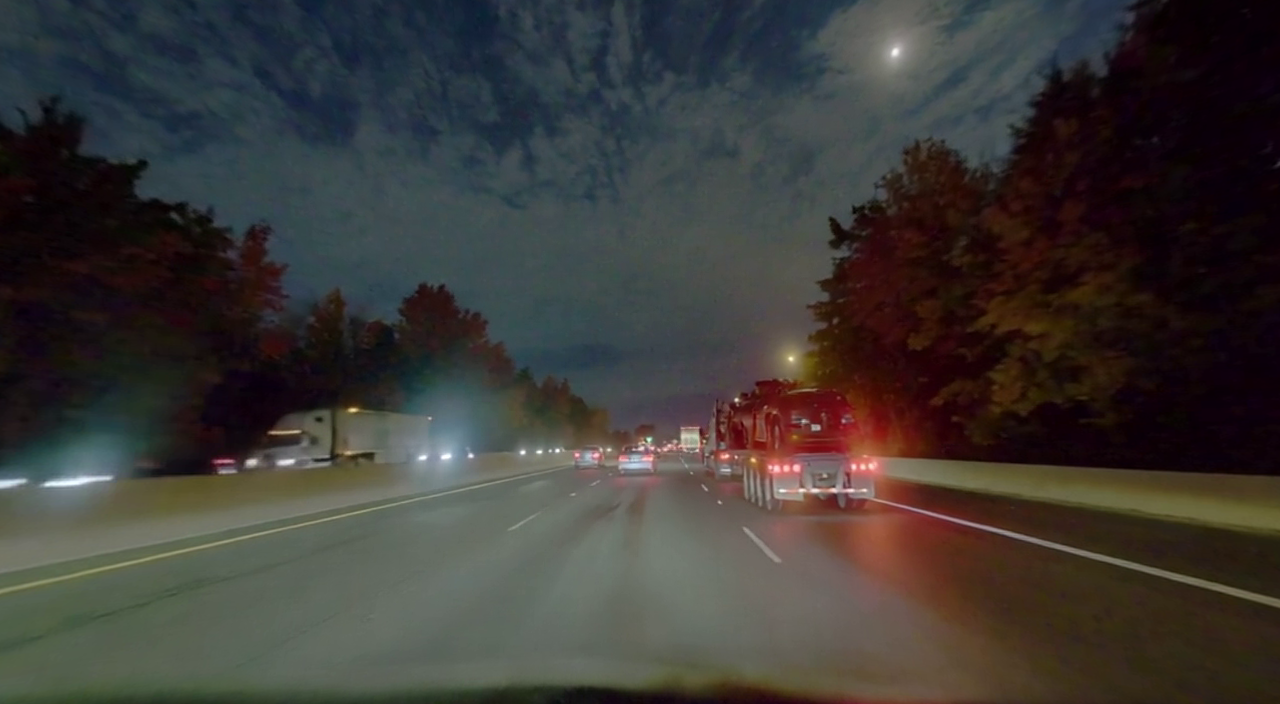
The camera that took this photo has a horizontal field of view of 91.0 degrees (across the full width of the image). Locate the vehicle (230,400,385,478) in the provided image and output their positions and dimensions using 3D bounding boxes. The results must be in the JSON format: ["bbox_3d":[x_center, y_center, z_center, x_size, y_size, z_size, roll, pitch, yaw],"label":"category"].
[{"bbox_3d":[-18.149,4.940,35.534,2.985,3.765,9.850,0,-8,2],"label":"vehicle"}]

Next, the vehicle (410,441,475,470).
[{"bbox_3d":[-10.912,5.725,35.046,1.998,1.514,4.303,0,-8,3],"label":"vehicle"}]

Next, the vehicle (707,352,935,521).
[{"bbox_3d":[4.197,2.584,18.798,3.150,3.257,13.098,0,-8,1],"label":"vehicle"}]

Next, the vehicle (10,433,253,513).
[{"bbox_3d":[-11.112,2.634,14.236,1.905,1.511,4.095,0,-8,3],"label":"vehicle"}]

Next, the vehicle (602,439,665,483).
[{"bbox_3d":[-0.132,4.045,23.682,2.152,1.484,4.211,0,-8,2],"label":"vehicle"}]

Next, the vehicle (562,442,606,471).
[{"bbox_3d":[-2.985,5.667,34.304,1.928,1.464,3.706,0,-8,2],"label":"vehicle"}]
